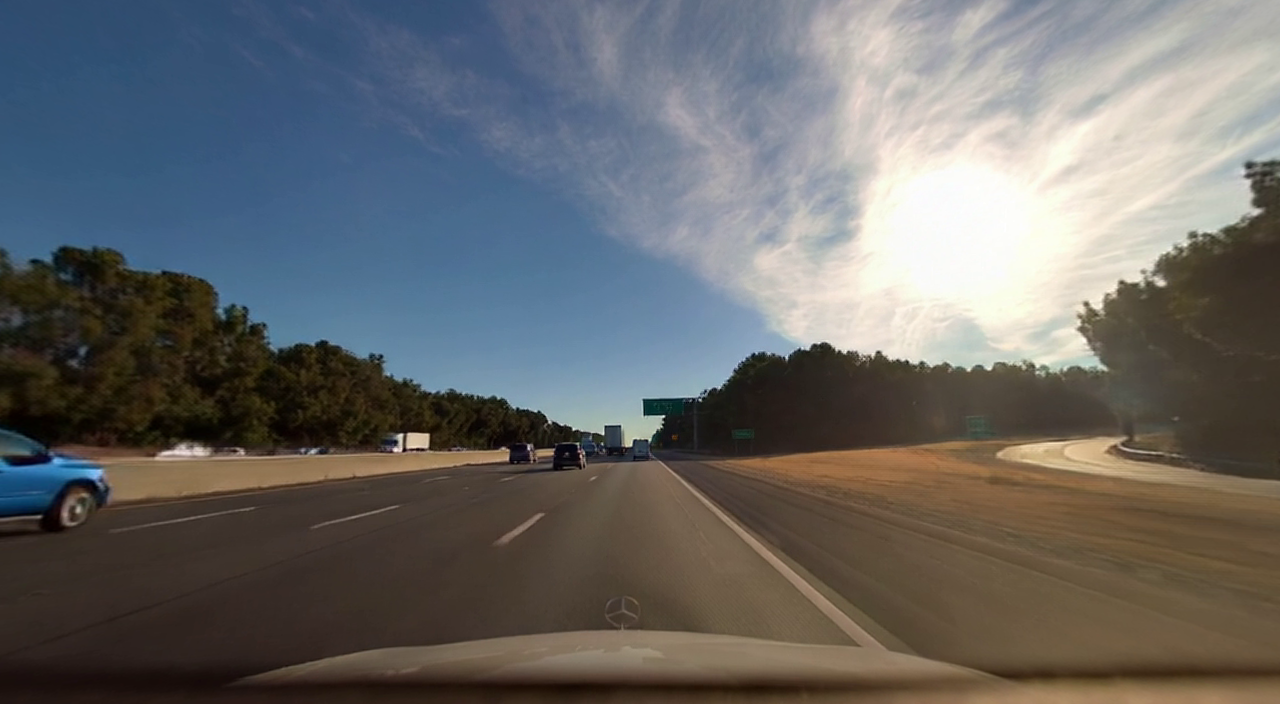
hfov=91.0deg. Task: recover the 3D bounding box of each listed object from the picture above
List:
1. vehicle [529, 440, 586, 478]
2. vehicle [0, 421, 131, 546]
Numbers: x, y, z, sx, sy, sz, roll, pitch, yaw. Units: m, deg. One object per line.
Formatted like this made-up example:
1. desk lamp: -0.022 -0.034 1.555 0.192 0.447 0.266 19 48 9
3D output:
1. vehicle: -3.852 5.085 30.150 2.094 1.695 4.260 0 -9 1
2. vehicle: -10.177 1.793 8.424 2.146 1.764 5.510 0 -9 -1
